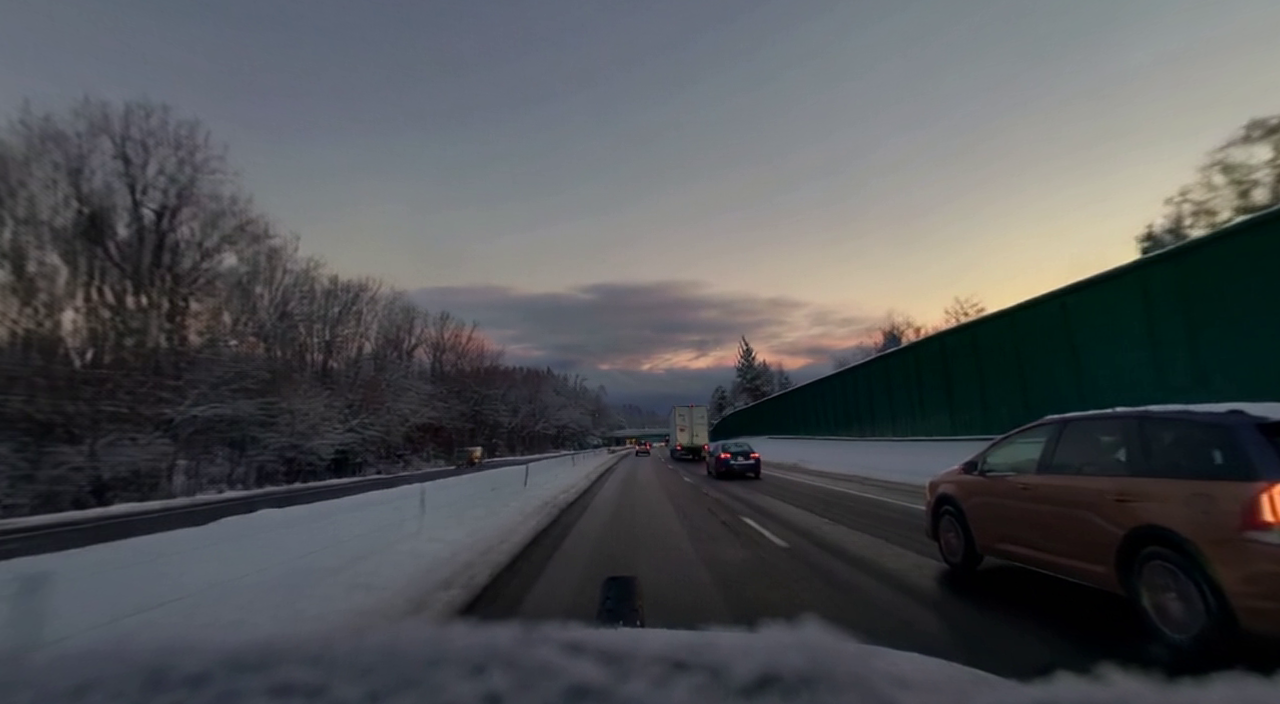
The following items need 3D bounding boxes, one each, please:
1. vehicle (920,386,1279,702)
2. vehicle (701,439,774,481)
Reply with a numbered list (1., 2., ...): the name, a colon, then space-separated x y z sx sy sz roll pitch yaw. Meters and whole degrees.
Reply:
1. vehicle: 4.057 1.178 4.703 1.940 1.539 4.005 1 -8 -2
2. vehicle: 3.666 4.136 24.490 2.000 1.473 4.440 1 -8 -2
